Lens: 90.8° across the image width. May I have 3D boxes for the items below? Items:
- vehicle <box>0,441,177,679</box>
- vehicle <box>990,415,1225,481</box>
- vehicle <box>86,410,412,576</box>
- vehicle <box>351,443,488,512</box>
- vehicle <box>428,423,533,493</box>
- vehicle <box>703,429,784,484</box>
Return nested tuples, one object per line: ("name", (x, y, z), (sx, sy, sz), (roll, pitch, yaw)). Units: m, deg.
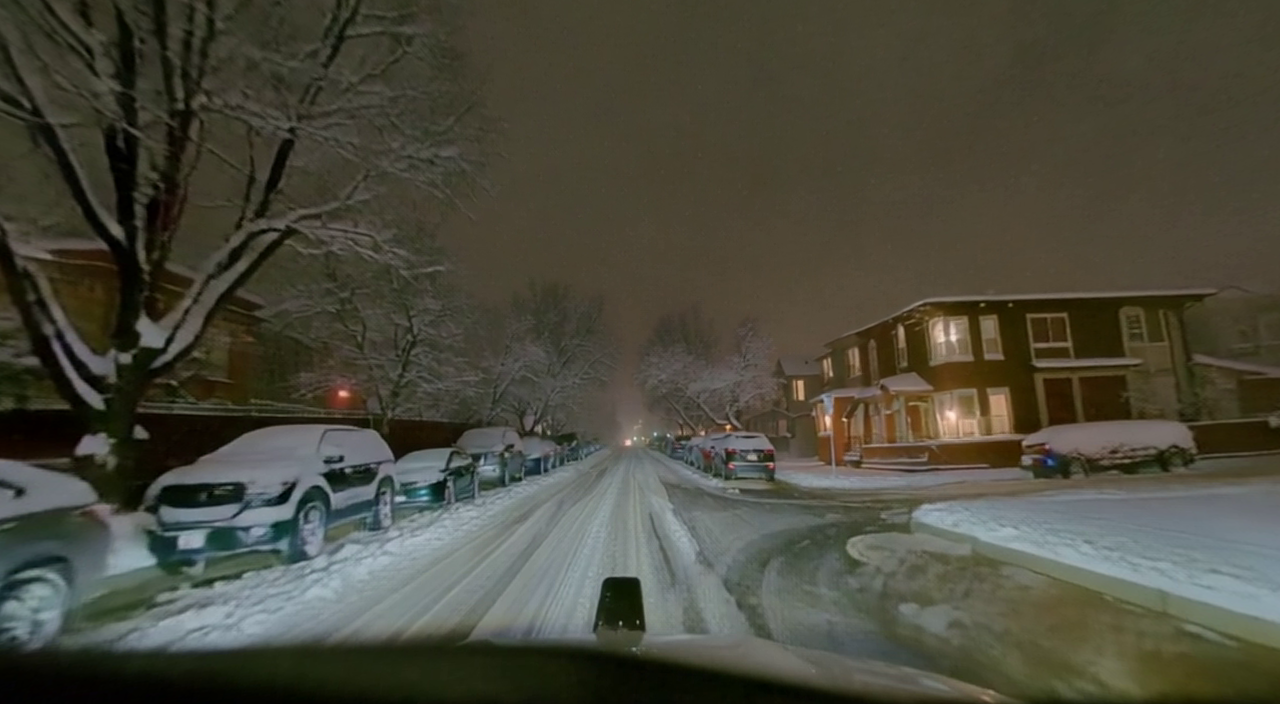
("vehicle", (-4.925, 1.212, 3.308), (1.901, 1.486, 4.422), (1, -8, -5))
("vehicle", (11.397, 2.366, 15.631), (4.336, 1.520, 1.876), (0, -8, -2))
("vehicle", (-5.305, 1.945, 9.617), (2.042, 1.850, 4.758), (0, -8, -2))
("vehicle", (-5.255, 3.015, 15.798), (1.858, 1.456, 4.587), (0, -8, -1))
("vehicle", (-5.354, 3.657, 22.157), (2.390, 2.123, 5.371), (0, -8, -1))
("vehicle", (3.513, 3.651, 22.339), (1.994, 1.710, 4.699), (0, -8, -1))
